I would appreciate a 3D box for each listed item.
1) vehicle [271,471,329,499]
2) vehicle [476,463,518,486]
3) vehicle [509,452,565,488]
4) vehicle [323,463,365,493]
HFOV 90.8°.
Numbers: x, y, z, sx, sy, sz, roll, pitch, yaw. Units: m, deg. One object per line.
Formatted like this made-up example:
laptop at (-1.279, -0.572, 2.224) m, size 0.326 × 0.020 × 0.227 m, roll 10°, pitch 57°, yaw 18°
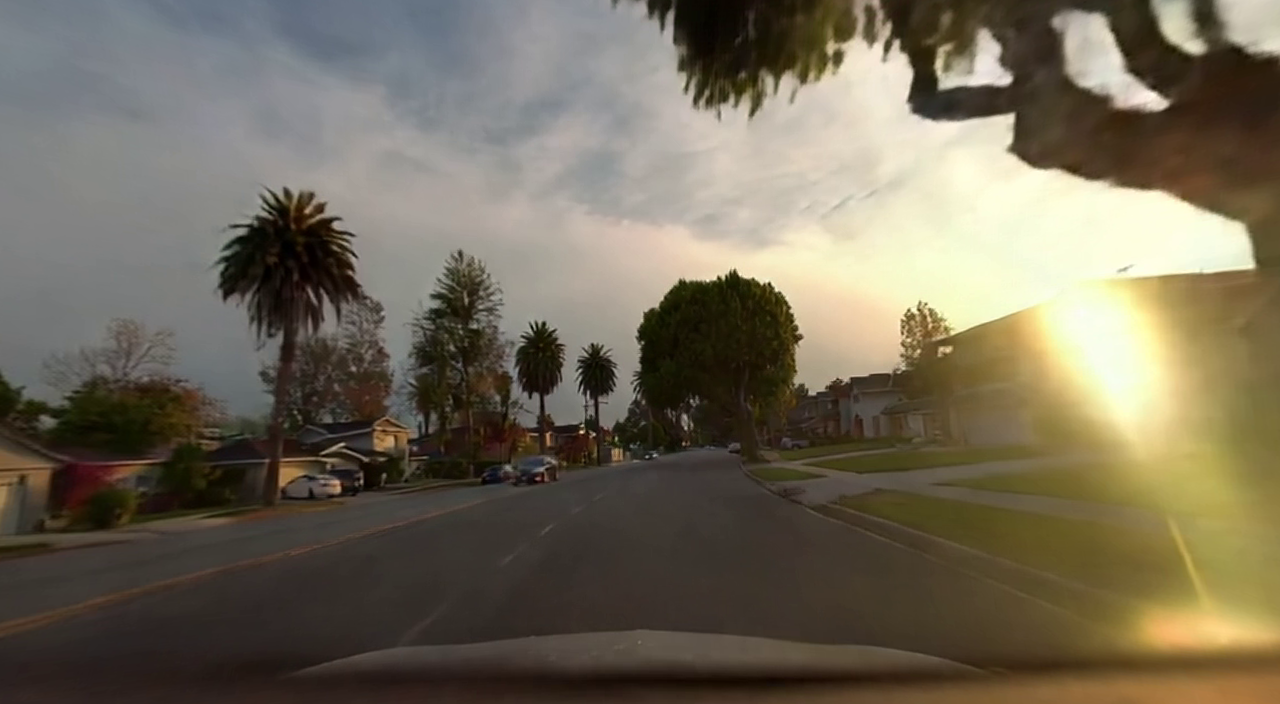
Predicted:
vehicle at (-21.421, 8.294, 39.681) m, size 4.461 × 1.477 × 1.862 m, roll -9°, pitch -12°, yaw 44°
vehicle at (-10.859, 9.292, 48.214) m, size 1.804 × 1.498 × 4.136 m, roll -4°, pitch -9°, yaw 6°
vehicle at (-5.328, 6.150, 33.210) m, size 1.746 × 1.503 × 4.400 m, roll -7°, pitch -9°, yaw 5°
vehicle at (-20.910, 8.901, 44.755) m, size 2.075 × 1.846 × 4.684 m, roll 2°, pitch -9°, yaw -18°
